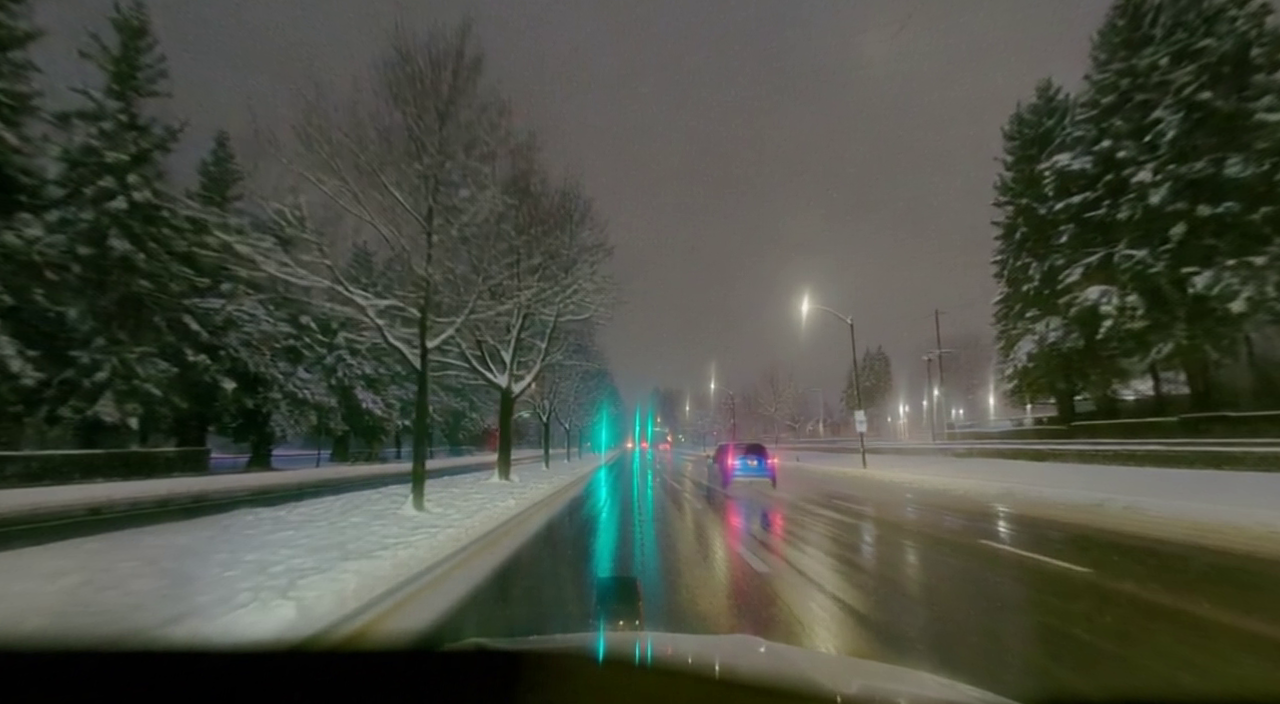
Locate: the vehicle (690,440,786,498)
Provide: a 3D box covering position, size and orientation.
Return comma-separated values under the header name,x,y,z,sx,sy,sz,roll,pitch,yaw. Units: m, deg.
name,x,y,z,sx,sy,sz,roll,pitch,yaw
vehicle,2.711,3.348,18.508,2.056,1.483,4.091,0,-8,-2
